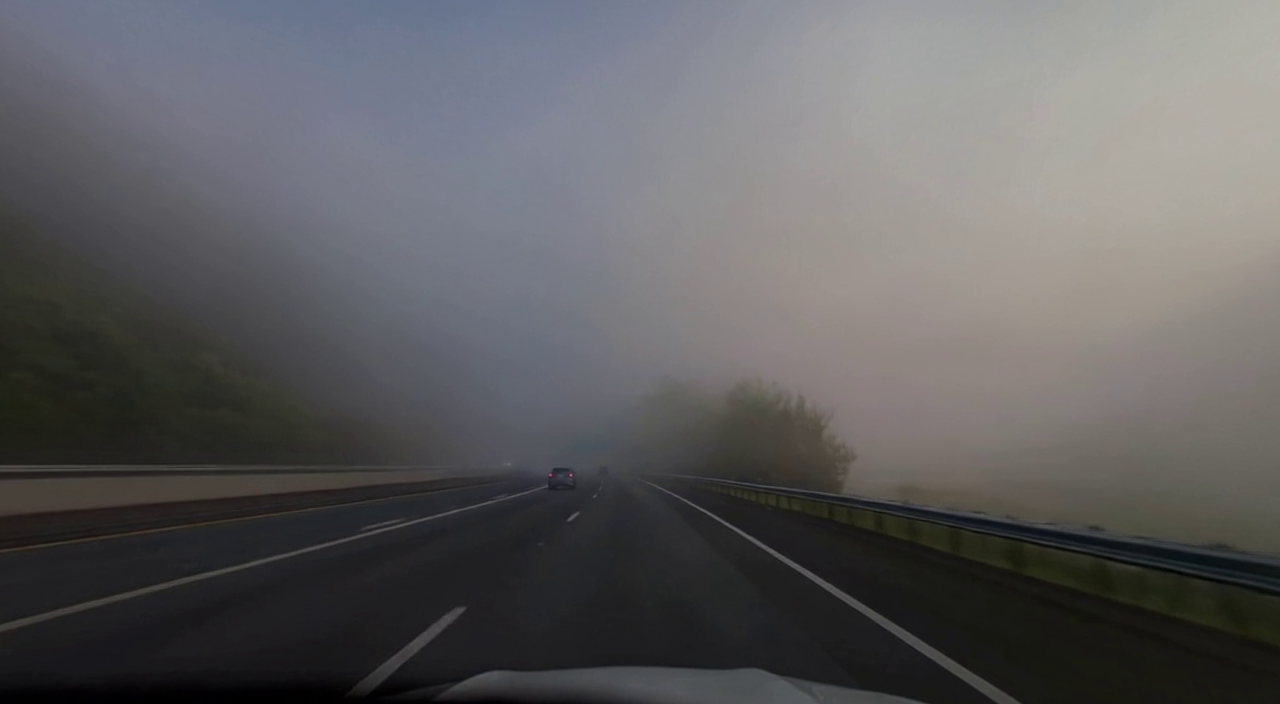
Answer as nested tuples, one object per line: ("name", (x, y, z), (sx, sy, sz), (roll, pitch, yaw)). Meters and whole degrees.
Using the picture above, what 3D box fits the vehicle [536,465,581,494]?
("vehicle", (-4.645, 7.324, 36.482), (2.115, 1.546, 4.638), (1, -10, -2))
